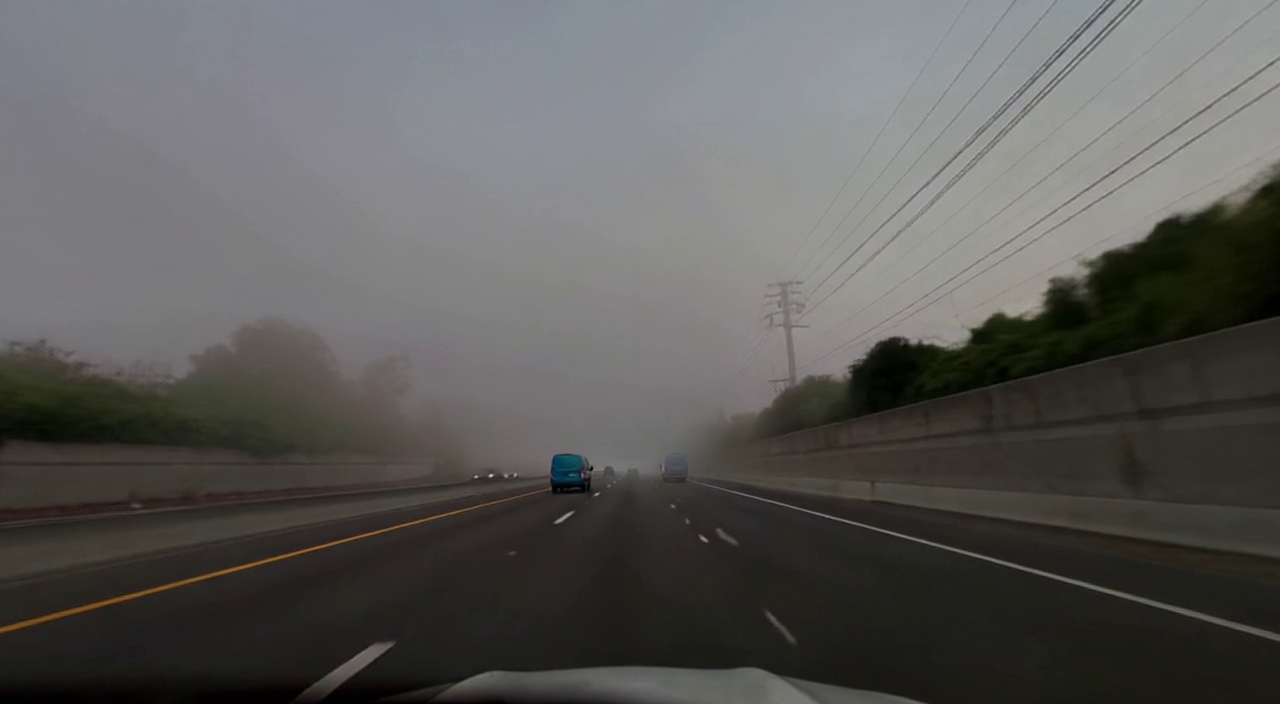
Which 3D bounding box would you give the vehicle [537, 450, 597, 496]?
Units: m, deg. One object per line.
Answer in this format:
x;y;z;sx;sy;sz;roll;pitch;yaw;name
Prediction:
-3.422;5.848;30.502;2.324;2.008;4.654;1;-11;0;vehicle
